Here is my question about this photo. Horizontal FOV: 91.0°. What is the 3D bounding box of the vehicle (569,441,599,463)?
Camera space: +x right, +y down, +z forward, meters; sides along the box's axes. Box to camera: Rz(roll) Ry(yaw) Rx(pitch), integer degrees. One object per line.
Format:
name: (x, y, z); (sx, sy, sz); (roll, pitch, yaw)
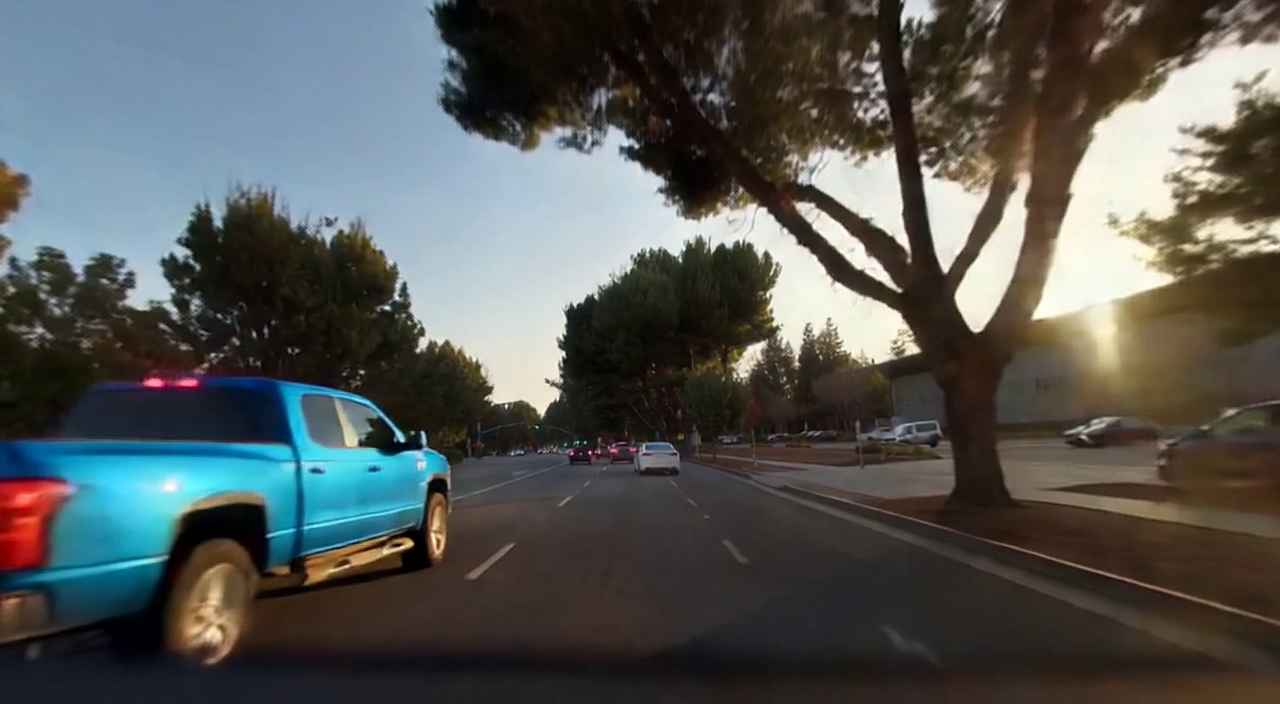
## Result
vehicle: (-3.939, 7.063, 44.529); (2.018, 1.458, 4.350); (0, -9, -4)

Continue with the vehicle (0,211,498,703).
vehicle: (-3.014, 1.004, 4.432); (2.512, 1.992, 5.725); (-1, -9, 2)

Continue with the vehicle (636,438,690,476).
vehicle: (0.926, 4.611, 27.911); (2.142, 1.528, 4.133); (0, -9, -2)

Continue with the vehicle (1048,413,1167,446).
vehicle: (23.366, 3.943, 31.751); (4.588, 1.525, 1.979); (-6, -10, 32)

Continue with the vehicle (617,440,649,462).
vehicle: (-0.551, 7.028, 44.841); (2.047, 1.502, 3.873); (0, -9, -4)

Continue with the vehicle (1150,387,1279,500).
vehicle: (11.982, 1.572, 10.848); (2.131, 1.909, 4.927); (0, -9, -1)
